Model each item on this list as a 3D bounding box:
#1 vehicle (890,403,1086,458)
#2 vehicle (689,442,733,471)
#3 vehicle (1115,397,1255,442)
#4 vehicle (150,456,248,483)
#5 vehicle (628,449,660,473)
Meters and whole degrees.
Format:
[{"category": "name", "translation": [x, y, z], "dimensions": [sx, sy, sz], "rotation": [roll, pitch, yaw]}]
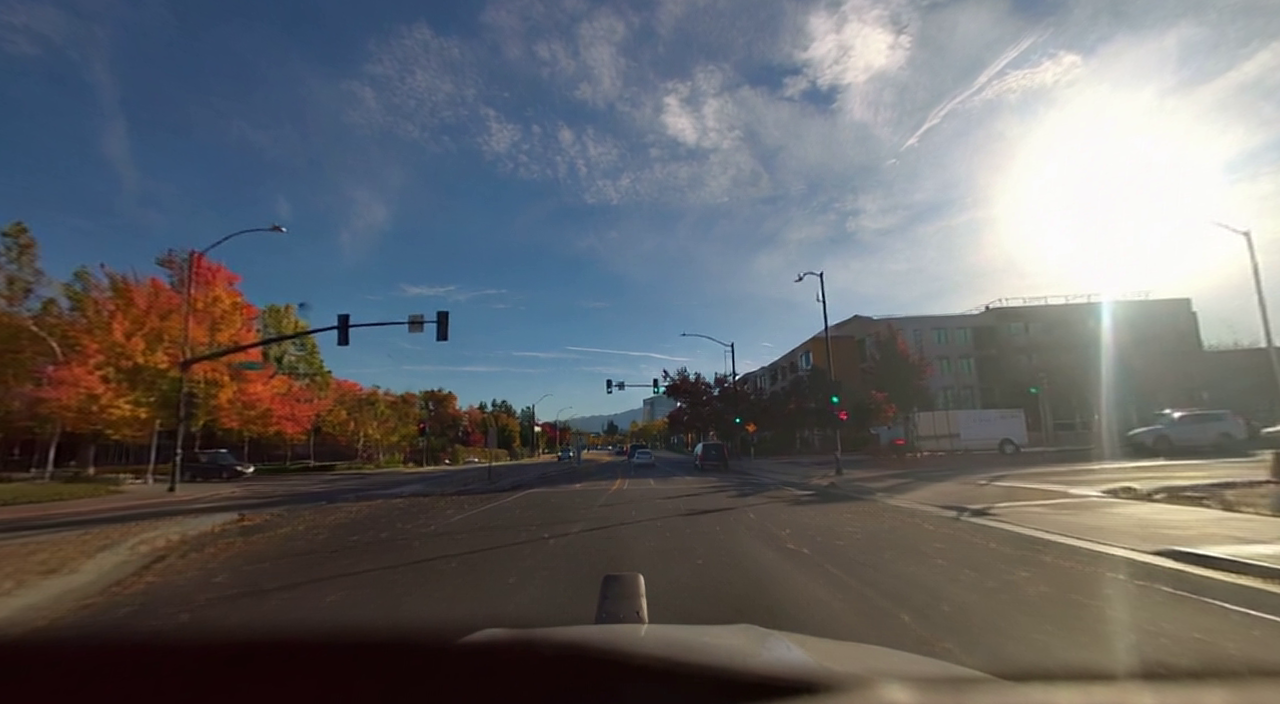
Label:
[{"category": "vehicle", "translation": [22.947, 5.292, 42.136], "dimensions": [10.893, 3.534, 3.195], "rotation": [-1, -9, 4]}, {"category": "vehicle", "translation": [4.569, 6.821, 41.359], "dimensions": [2.174, 1.749, 4.739], "rotation": [0, -9, -2]}, {"category": "vehicle", "translation": [23.400, 2.994, 27.350], "dimensions": [1.887, 1.635, 4.695], "rotation": [1, -9, 0]}, {"category": "vehicle", "translation": [-26.790, 7.131, 38.327], "dimensions": [4.500, 1.555, 1.913], "rotation": [0, -9, 3]}, {"category": "vehicle", "translation": [0.245, 7.284, 42.355], "dimensions": [2.014, 1.525, 4.197], "rotation": [0, -9, 0]}]
